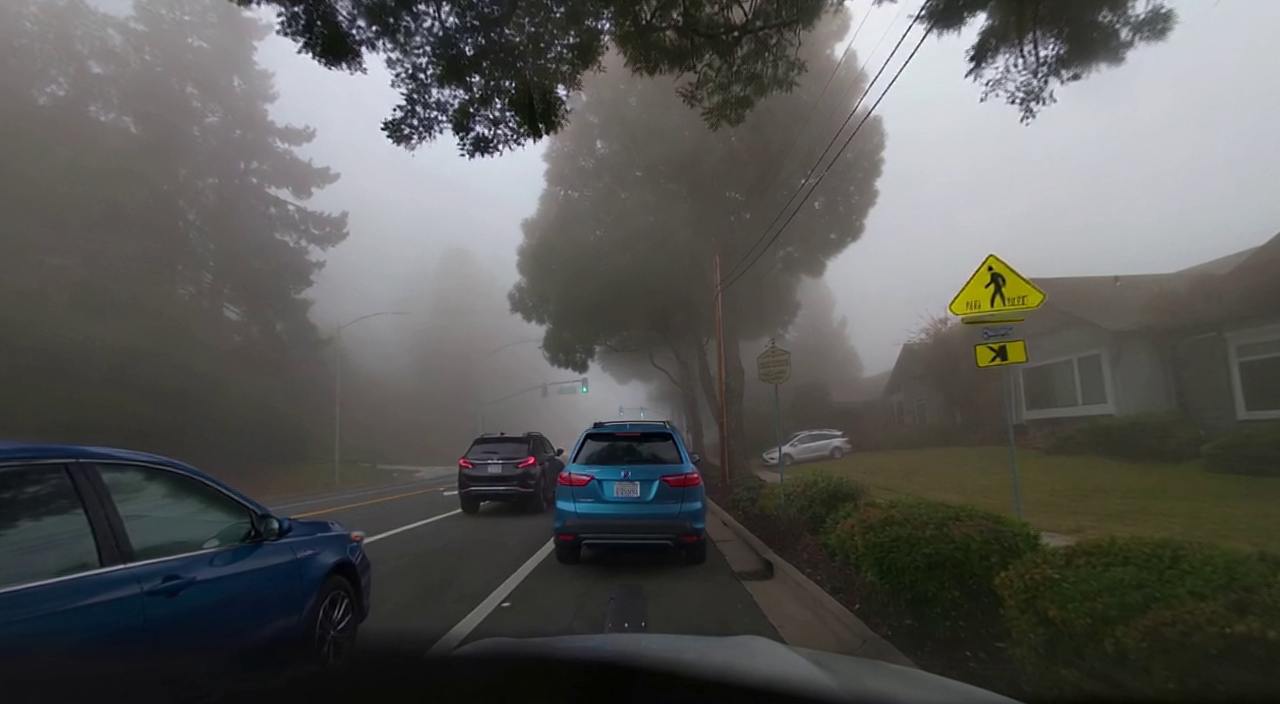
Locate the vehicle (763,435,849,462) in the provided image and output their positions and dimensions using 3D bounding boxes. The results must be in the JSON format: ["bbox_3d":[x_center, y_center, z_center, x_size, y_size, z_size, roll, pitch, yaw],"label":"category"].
[{"bbox_3d":[9.345,5.480,35.782,4.456,1.504,1.914,-1,-9,5],"label":"vehicle"}]

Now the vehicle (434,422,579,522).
[{"bbox_3d":[-2.564,2.436,13.245,2.000,1.737,4.133,0,-9,2],"label":"vehicle"}]

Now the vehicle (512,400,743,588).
[{"bbox_3d":[-0.118,1.600,7.819,2.120,1.718,3.909,0,-9,0],"label":"vehicle"}]

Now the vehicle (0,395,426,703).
[{"bbox_3d":[-2.869,1.044,2.998,1.968,1.472,4.685,0,-9,1],"label":"vehicle"}]
